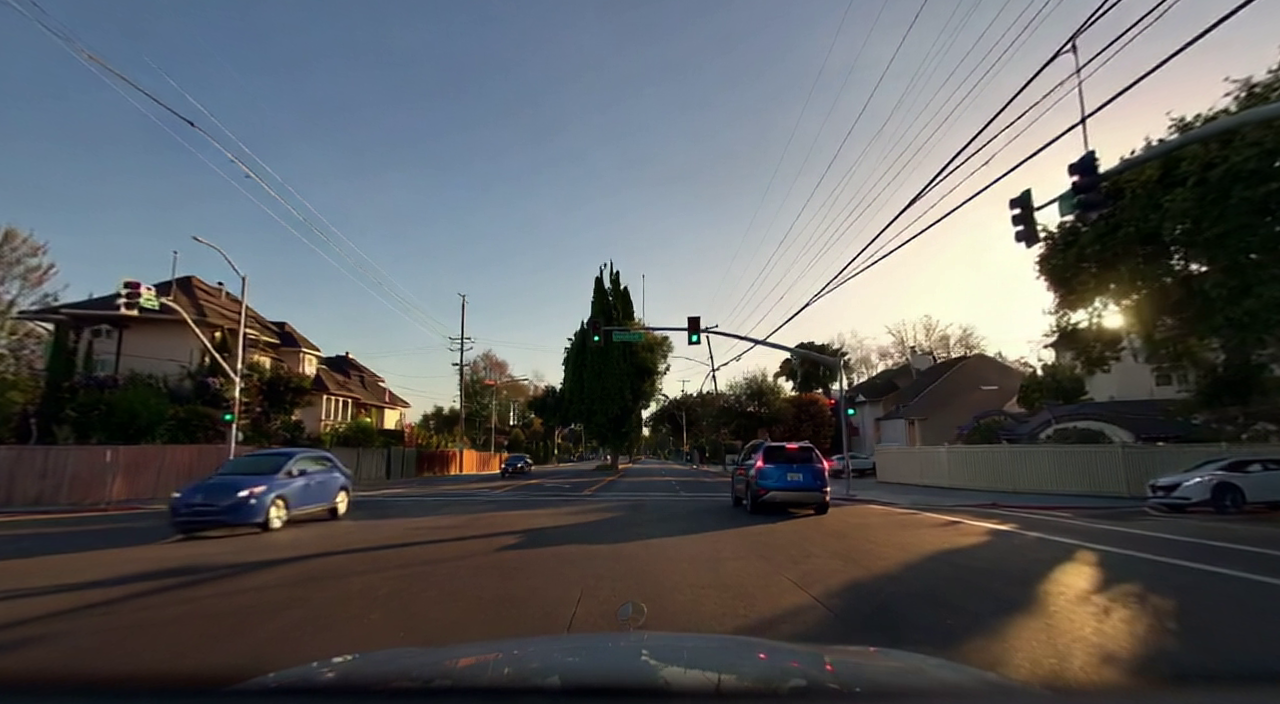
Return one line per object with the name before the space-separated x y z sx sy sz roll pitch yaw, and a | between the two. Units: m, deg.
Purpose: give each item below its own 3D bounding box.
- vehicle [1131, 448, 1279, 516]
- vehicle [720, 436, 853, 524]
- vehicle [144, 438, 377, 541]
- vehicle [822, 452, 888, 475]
vehicle | 16.127 3.344 16.530 4.596 1.637 2.172 0 -9 0
vehicle | 3.437 3.101 15.920 2.144 1.843 4.827 0 -9 0
vehicle | -7.224 2.624 12.679 1.981 1.689 4.233 0 -9 1
vehicle | 15.586 8.099 45.857 4.135 1.558 1.929 0 -8 3
